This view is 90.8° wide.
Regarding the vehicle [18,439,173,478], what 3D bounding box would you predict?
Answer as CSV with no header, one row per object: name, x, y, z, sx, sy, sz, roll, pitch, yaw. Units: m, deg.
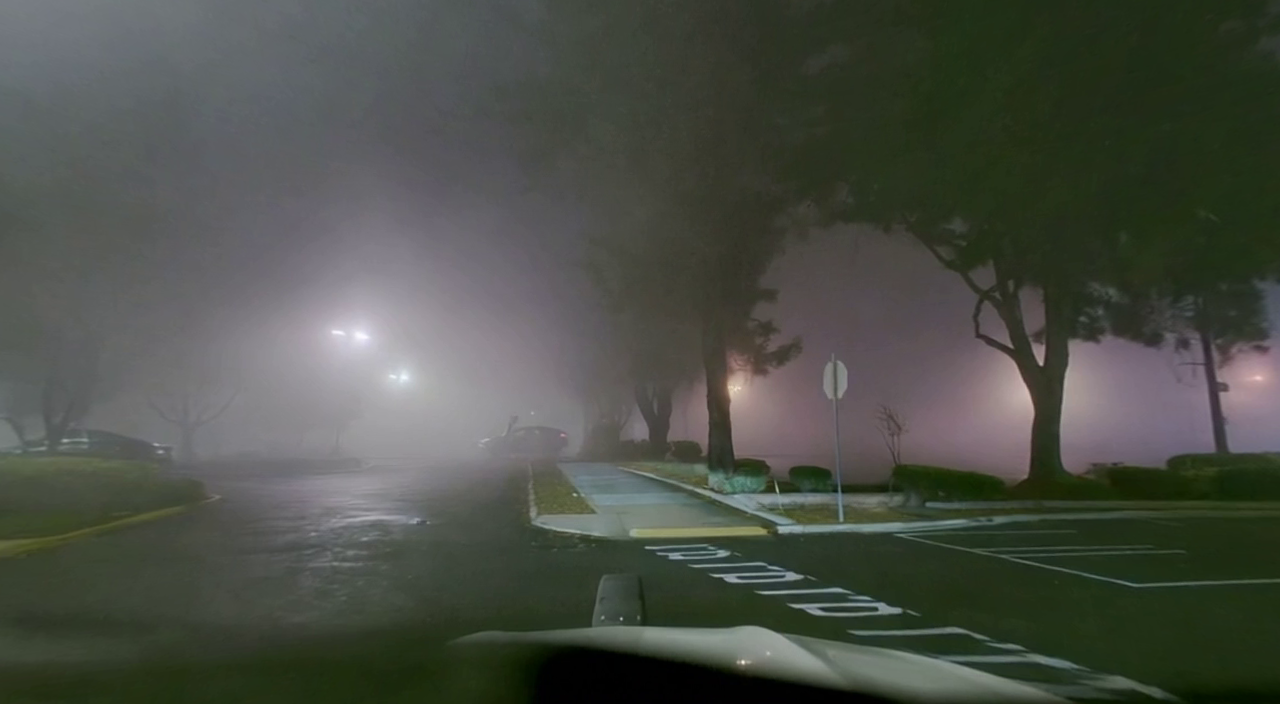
vehicle,-21.354,4.195,24.957,4.240,1.427,1.714,1,-9,-10
